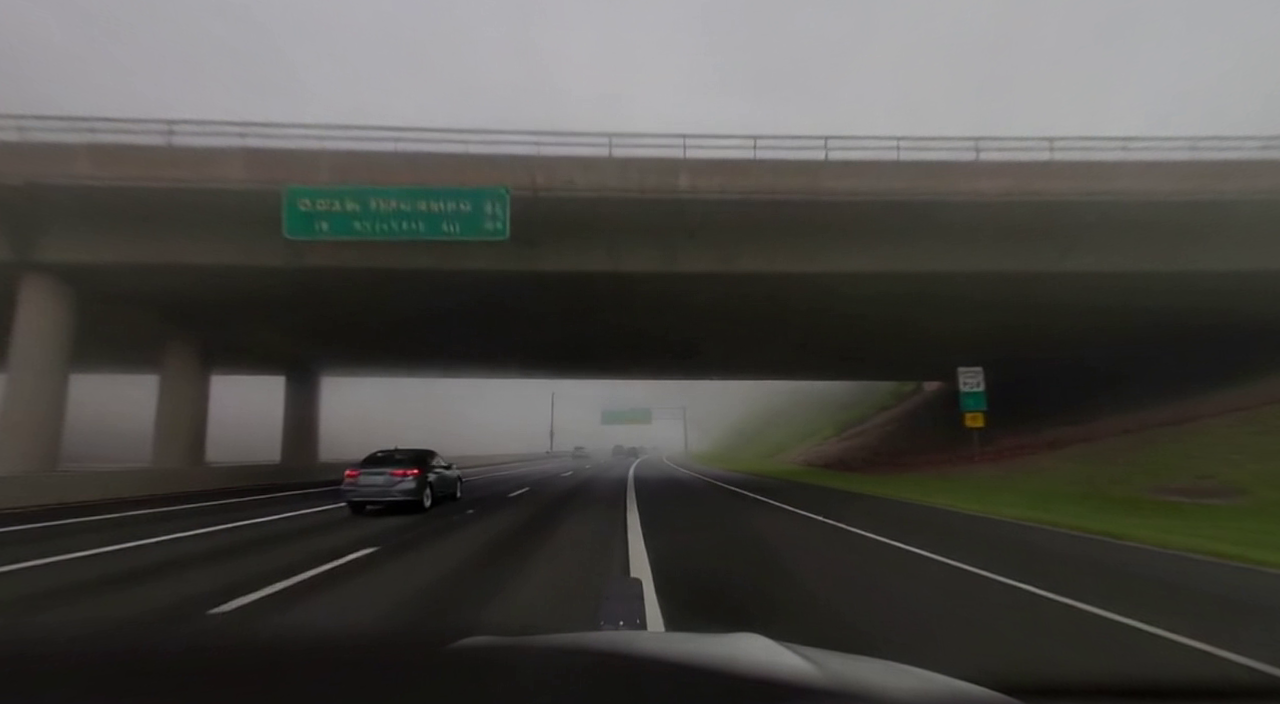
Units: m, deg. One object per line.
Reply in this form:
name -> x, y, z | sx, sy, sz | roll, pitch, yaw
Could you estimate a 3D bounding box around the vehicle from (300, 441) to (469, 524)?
vehicle -> -5.357, 2.771, 13.950 | 2.055, 1.535, 4.073 | 0, -9, -1
